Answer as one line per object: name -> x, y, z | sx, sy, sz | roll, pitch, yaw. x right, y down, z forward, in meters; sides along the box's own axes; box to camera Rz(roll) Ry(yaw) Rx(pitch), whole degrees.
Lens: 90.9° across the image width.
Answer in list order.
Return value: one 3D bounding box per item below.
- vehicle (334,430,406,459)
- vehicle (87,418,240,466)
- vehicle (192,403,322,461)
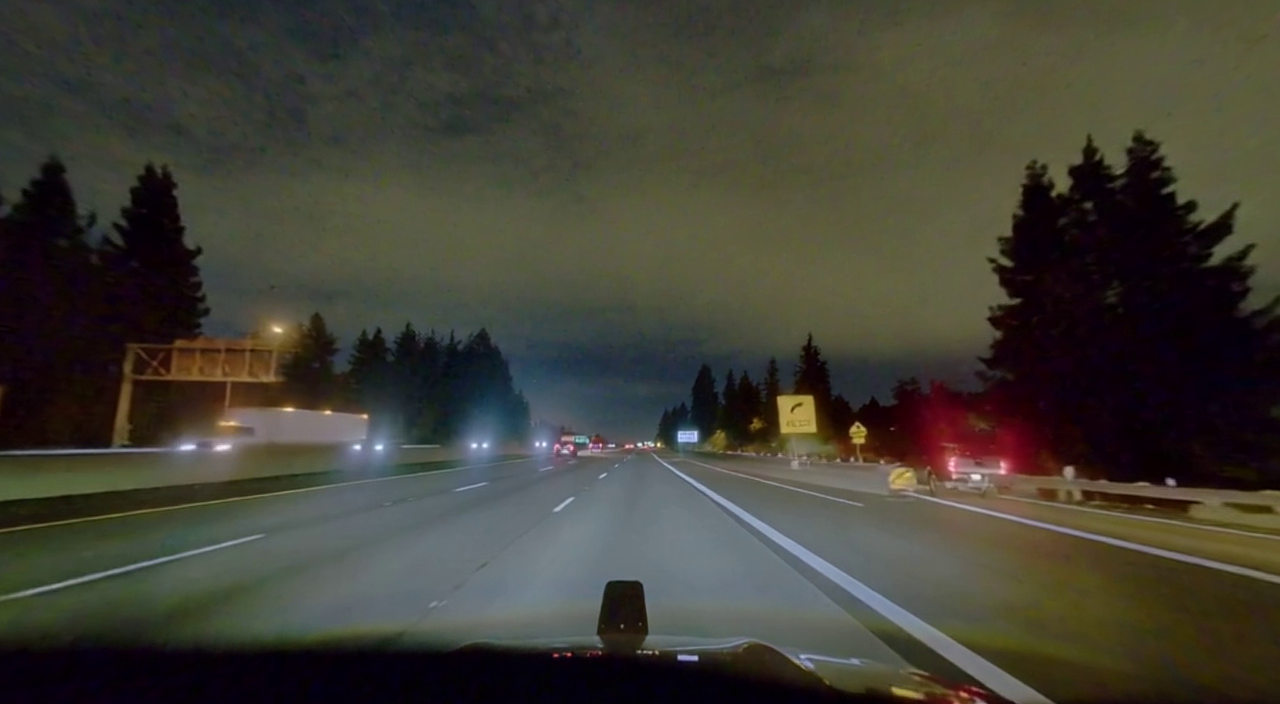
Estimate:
vehicle -> -17.294, 5.985, 40.752 | 2.129, 1.697, 5.626 | 0, -8, 0
vehicle -> -21.423, 4.122, 28.839 | 2.284, 1.976, 5.973 | 0, -8, 0
vehicle -> -21.394, 4.609, 35.803 | 3.018, 2.997, 6.642 | 0, -8, 1
